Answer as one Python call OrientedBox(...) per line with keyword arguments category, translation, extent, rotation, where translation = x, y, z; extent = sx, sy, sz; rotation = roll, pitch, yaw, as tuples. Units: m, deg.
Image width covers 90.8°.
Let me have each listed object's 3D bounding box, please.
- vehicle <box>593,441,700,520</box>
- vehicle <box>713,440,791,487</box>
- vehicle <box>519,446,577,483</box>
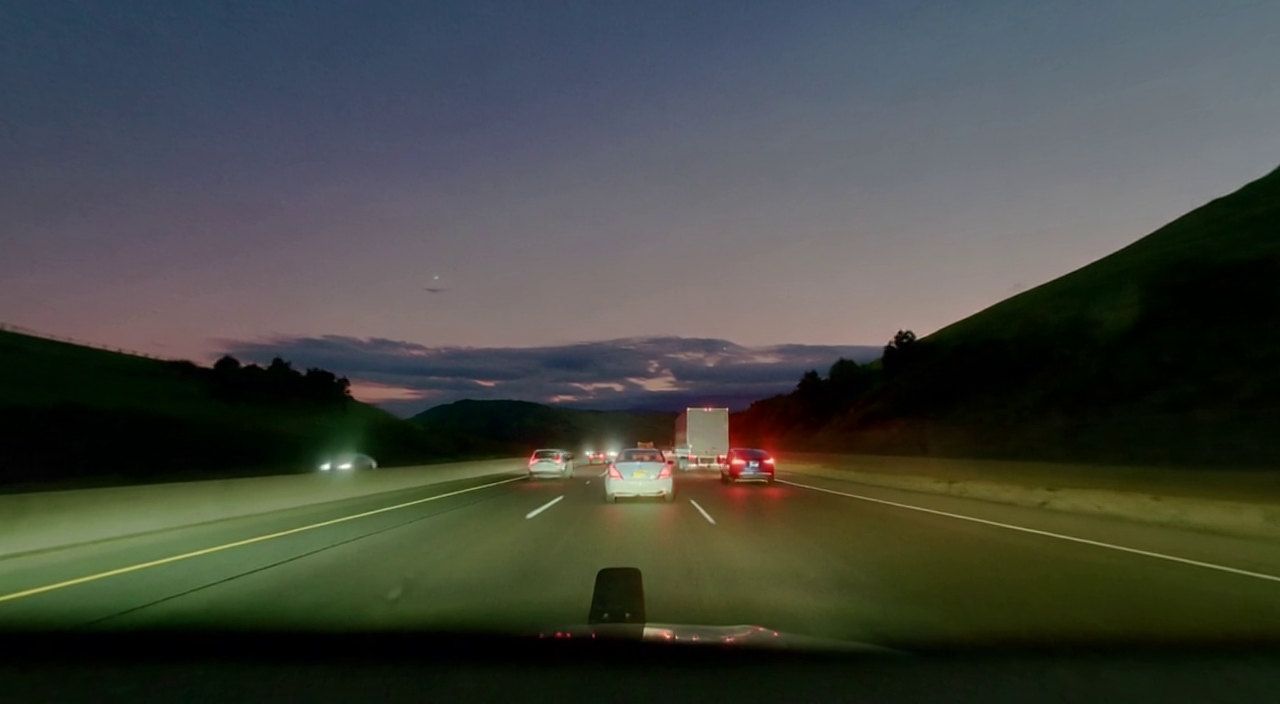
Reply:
OrientedBox(category="vehicle", translation=(0.128, 2.739, 13.896), extent=(2.041, 1.484, 3.535), rotation=(0, -9, 0))
OrientedBox(category="vehicle", translation=(4.075, 4.145, 23.656), extent=(2.029, 1.579, 4.484), rotation=(0, -9, -1))
OrientedBox(category="vehicle", translation=(-3.910, 4.855, 27.391), extent=(1.848, 1.486, 3.832), rotation=(-1, -9, 2))
